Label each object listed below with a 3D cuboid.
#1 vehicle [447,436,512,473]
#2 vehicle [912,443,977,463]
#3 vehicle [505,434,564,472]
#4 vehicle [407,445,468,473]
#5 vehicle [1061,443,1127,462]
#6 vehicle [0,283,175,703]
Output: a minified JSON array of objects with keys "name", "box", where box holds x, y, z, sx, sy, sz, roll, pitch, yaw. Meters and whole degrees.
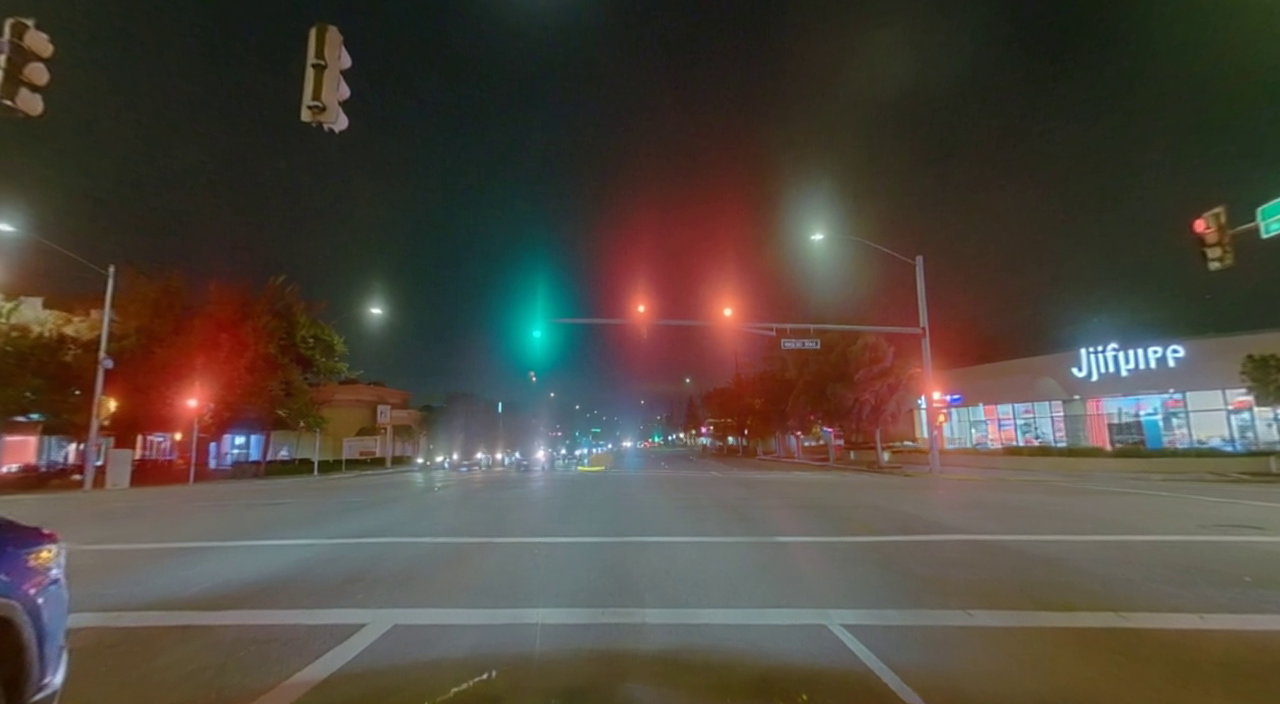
[{"name":"vehicle","box":[-8.422,5.432,33.605,2.273,1.791,4.809,0,-8,-1]},{"name":"vehicle","box":[23.879,7.921,49.661,4.135,1.417,1.851,-2,-9,2]},{"name":"vehicle","box":[-5.353,5.231,32.782,2.384,1.787,5.038,0,-8,-2]},{"name":"vehicle","box":[-11.327,5.967,35.596,2.003,1.476,4.082,0,-8,1]},{"name":"vehicle","box":[34.454,7.615,47.965,3.740,1.433,1.646,0,-8,-2]},{"name":"vehicle","box":[-3.331,0.451,0.393,2.313,1.883,5.016,0,-8,-1]}]
